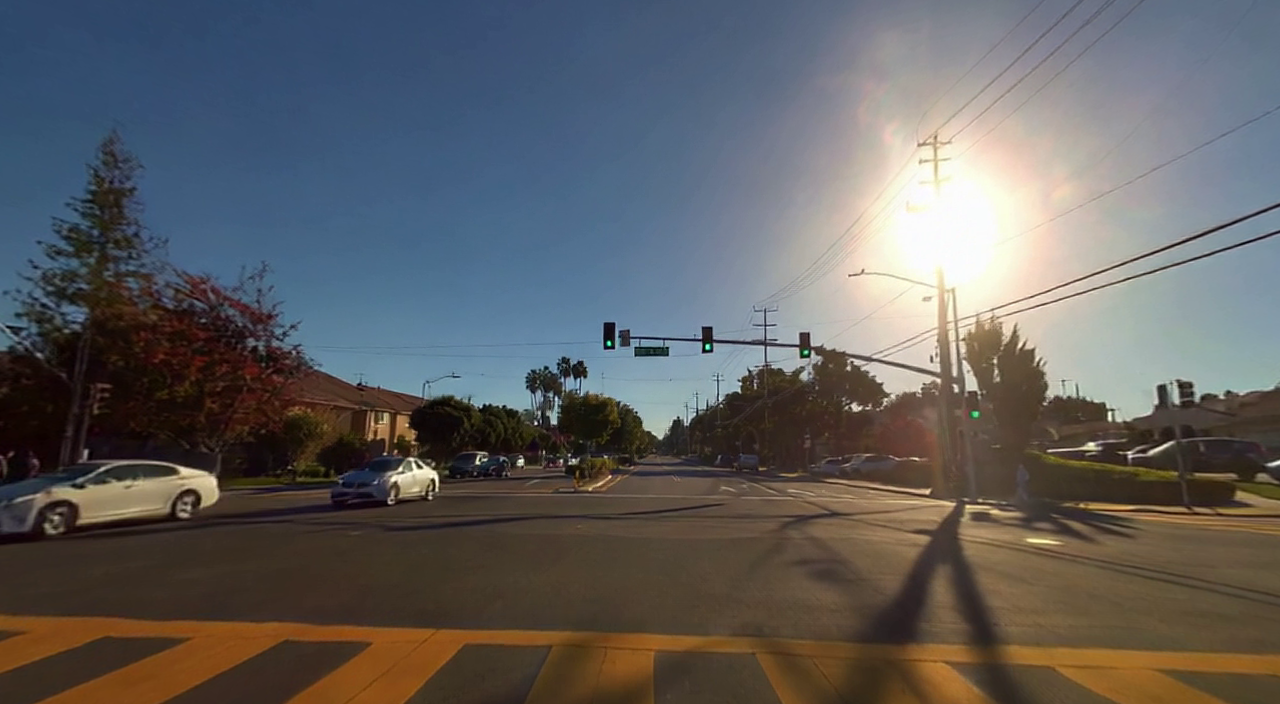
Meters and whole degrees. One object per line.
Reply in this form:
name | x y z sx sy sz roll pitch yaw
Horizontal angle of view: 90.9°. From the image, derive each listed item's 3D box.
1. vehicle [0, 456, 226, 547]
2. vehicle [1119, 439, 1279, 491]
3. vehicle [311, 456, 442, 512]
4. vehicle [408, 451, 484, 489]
vehicle | -10.950 2.905 12.878 2.007 1.451 4.242 0 -8 1
vehicle | 25.415 5.046 28.601 2.177 2.086 5.514 2 -9 -14
vehicle | -7.731 3.888 19.012 1.958 1.415 4.312 -1 -8 2
vehicle | -10.394 6.332 34.218 2.249 1.825 5.378 -1 -8 2
